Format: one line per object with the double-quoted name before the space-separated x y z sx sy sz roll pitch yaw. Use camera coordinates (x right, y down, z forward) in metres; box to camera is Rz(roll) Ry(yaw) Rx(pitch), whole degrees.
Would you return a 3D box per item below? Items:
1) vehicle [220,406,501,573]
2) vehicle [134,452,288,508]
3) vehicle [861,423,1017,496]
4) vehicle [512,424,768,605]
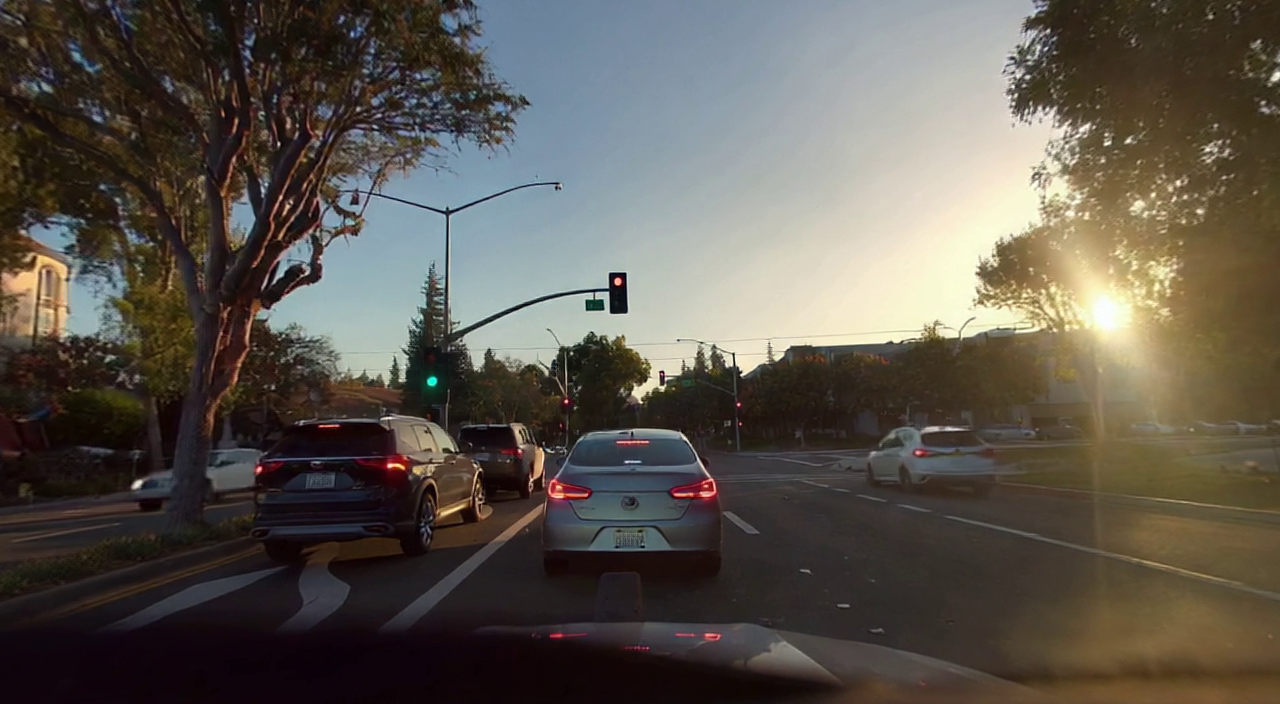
"vehicle" -3.429 1.762 8.861 2.046 1.751 4.208 0 -8 -1
"vehicle" -12.955 3.841 19.450 1.841 1.469 4.202 0 -8 -1
"vehicle" 7.913 2.898 17.322 2.059 1.719 4.443 0 -8 0
"vehicle" -0.059 1.644 7.308 2.126 1.475 3.967 0 -8 -2
